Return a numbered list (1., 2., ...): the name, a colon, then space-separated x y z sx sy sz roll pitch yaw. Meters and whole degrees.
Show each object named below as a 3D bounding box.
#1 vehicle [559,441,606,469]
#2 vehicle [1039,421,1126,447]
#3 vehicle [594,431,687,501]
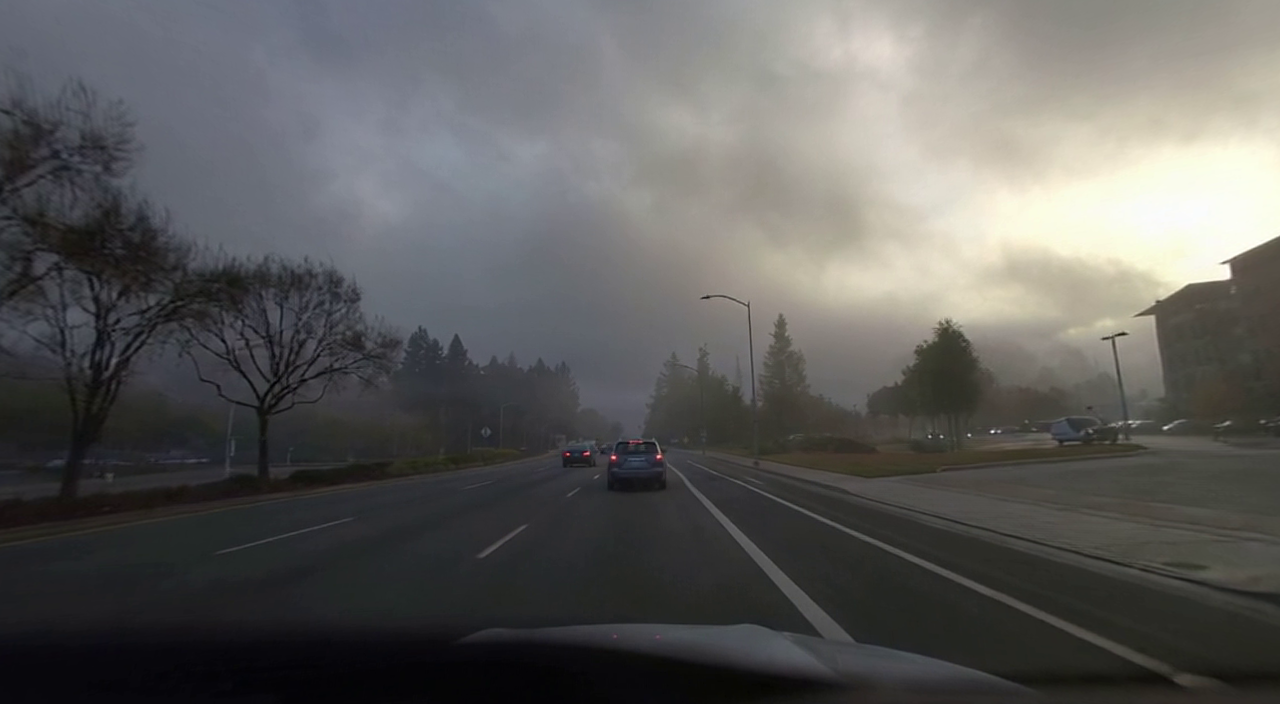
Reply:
1. vehicle: -3.169 5.813 35.705 1.942 1.462 4.905 -1 -8 3
2. vehicle: 31.901 5.969 45.694 4.903 1.767 2.105 -5 -10 31
3. vehicle: 0.027 3.028 17.192 2.199 1.652 4.101 0 -8 1
